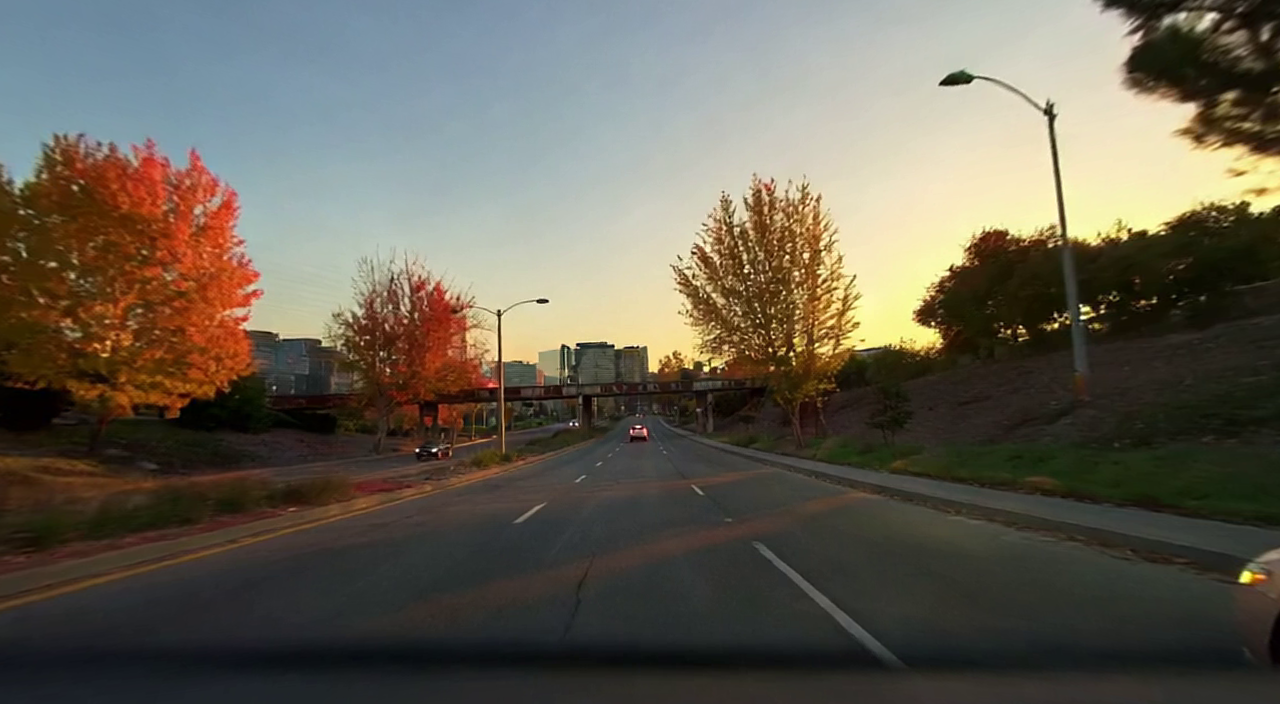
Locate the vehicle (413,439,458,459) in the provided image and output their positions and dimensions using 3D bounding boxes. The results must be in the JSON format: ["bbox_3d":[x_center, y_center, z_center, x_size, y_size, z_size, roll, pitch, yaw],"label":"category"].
[{"bbox_3d":[-15.517,7.403,48.073,1.907,1.488,4.286,-1,-9,2],"label":"vehicle"}]
